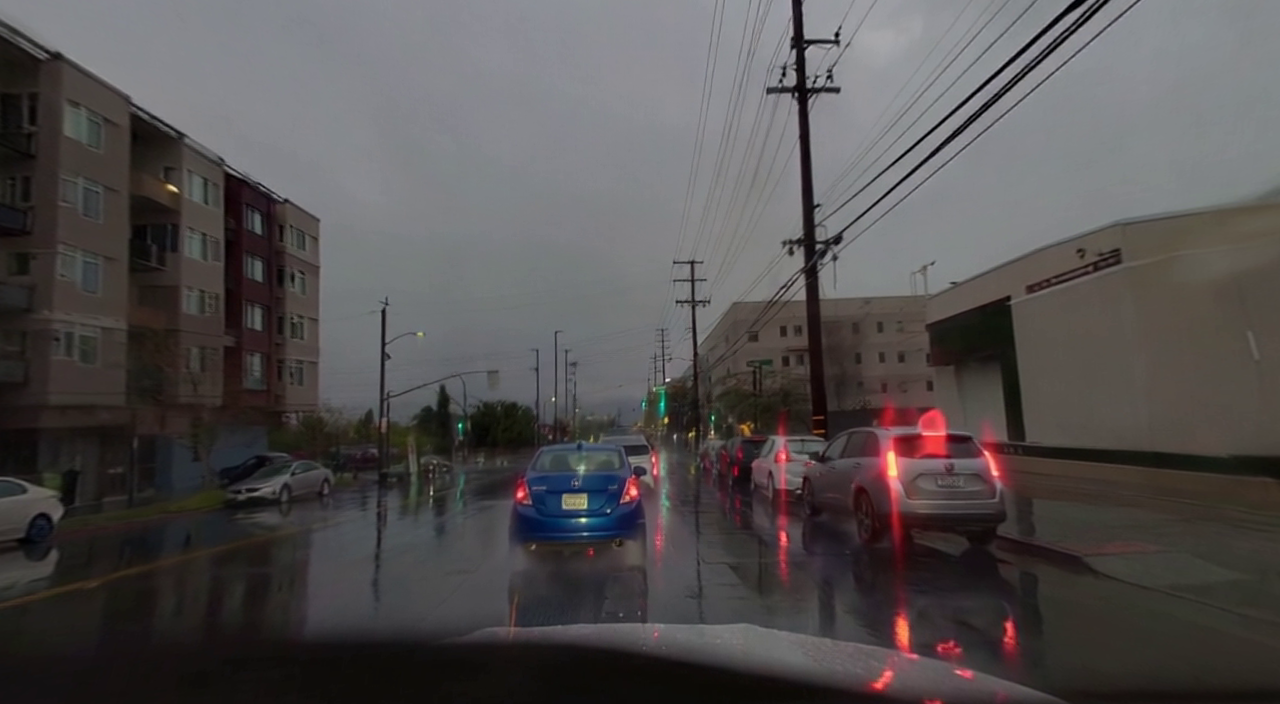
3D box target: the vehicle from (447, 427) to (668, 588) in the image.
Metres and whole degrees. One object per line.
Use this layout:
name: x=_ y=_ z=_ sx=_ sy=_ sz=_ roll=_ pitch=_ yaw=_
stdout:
vehicle: x=-0.761 y=1.770 z=8.141 sx=2.019 sy=1.453 sz=4.603 roll=0 pitch=-9 yaw=0

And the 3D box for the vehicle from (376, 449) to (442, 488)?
vehicle: x=-11.893 y=5.964 z=32.745 sx=2.011 sy=1.687 sz=4.079 roll=-5 pitch=-8 yaw=-3

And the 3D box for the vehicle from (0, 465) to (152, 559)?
vehicle: x=-11.891 y=2.999 z=11.816 sx=1.850 sy=1.487 sz=4.711 roll=-3 pitch=-8 yaw=-1

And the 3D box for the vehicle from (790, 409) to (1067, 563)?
vehicle: x=3.796 y=1.846 z=9.410 sx=1.967 sy=1.721 sz=4.410 roll=0 pitch=-9 yaw=-1

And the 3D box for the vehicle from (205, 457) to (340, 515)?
vehicle: x=-11.886 y=4.312 z=20.840 sx=1.868 sy=1.491 sz=4.367 roll=-4 pitch=-9 yaw=1
